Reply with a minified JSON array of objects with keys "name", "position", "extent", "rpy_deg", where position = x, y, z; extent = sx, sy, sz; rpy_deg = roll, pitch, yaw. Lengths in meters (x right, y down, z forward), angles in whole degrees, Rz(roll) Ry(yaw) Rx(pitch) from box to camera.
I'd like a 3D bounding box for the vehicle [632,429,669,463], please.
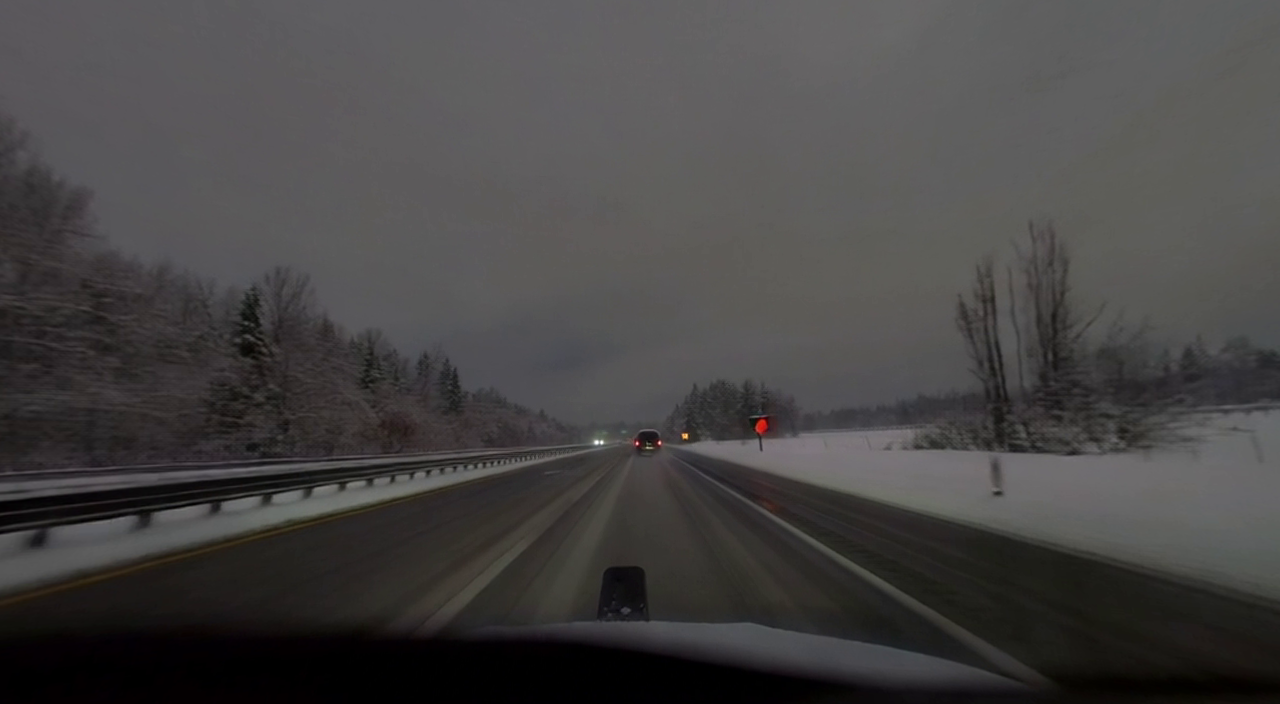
[{"name":"vehicle","position":[0.696,6.228,41.830],"extent":[2.277,2.109,4.922],"rpy_deg":[0,-8,1]}]
